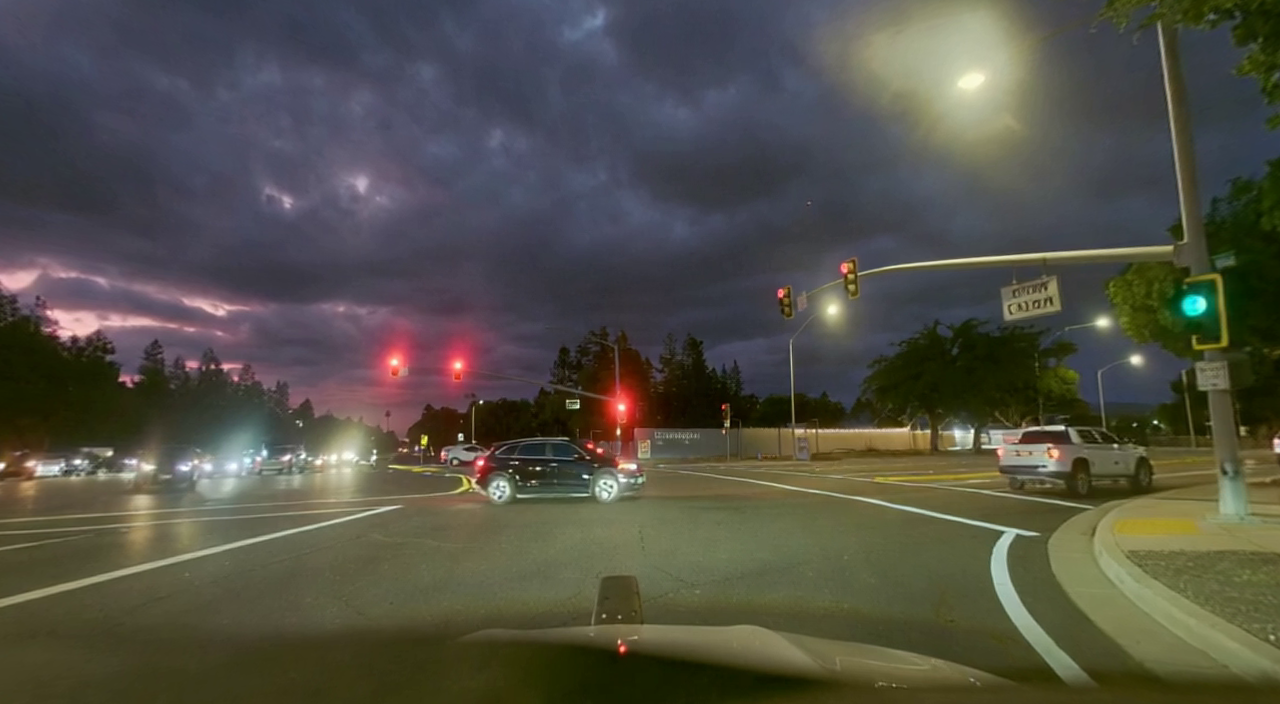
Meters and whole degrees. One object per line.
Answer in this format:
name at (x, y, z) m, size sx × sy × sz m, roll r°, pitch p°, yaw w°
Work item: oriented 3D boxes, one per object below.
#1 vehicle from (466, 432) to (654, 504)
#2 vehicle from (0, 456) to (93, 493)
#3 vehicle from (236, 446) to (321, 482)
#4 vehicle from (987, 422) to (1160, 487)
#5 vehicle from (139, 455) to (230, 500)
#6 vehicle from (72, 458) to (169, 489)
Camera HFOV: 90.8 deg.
vehicle at (-1.947, 2.890, 15.936) m, size 4.281 × 1.621 × 1.903 m, roll -3°, pitch -9°, yaw 15°
vehicle at (-31.184, 6.262, 32.639) m, size 2.142 × 1.723 × 4.692 m, roll 1°, pitch -9°, yaw -9°
vehicle at (-21.439, 6.609, 37.839) m, size 2.358 × 1.937 × 5.896 m, roll 1°, pitch -9°, yaw -8°
vehicle at (13.096, 3.061, 19.099) m, size 4.619 × 1.759 × 2.101 m, roll 4°, pitch -10°, yaw -25°
vehicle at (-17.238, 4.692, 24.157) m, size 1.957 × 1.471 × 4.728 m, roll 4°, pitch -10°, yaw -26°
vehicle at (-28.366, 6.608, 34.706) m, size 1.965 × 1.448 × 4.553 m, roll 1°, pitch -9°, yaw -8°
